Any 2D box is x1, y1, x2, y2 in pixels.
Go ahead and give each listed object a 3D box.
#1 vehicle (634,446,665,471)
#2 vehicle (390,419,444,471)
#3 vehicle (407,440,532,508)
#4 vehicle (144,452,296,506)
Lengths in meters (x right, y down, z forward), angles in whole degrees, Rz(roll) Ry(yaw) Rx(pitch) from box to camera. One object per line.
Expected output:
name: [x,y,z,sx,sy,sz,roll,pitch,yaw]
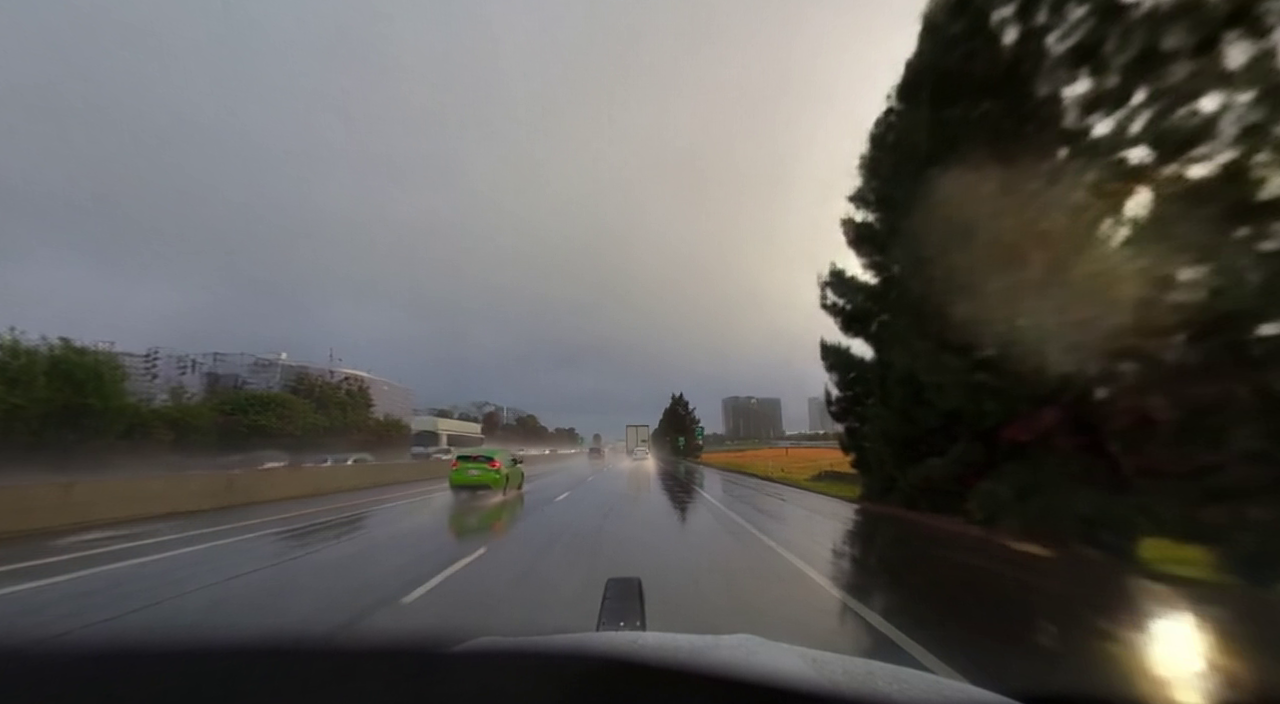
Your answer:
vehicle: [0.581,7.304,43.467,1.992,1.593,3.937,0,-9,-1]
vehicle: [-17.319,7.280,49.279,3.087,3.865,2.819,0,-9,-1]
vehicle: [-4.280,3.125,16.585,2.172,1.548,3.953,0,-9,0]
vehicle: [-12.439,3.740,19.043,1.848,1.423,3.997,0,-9,-1]
